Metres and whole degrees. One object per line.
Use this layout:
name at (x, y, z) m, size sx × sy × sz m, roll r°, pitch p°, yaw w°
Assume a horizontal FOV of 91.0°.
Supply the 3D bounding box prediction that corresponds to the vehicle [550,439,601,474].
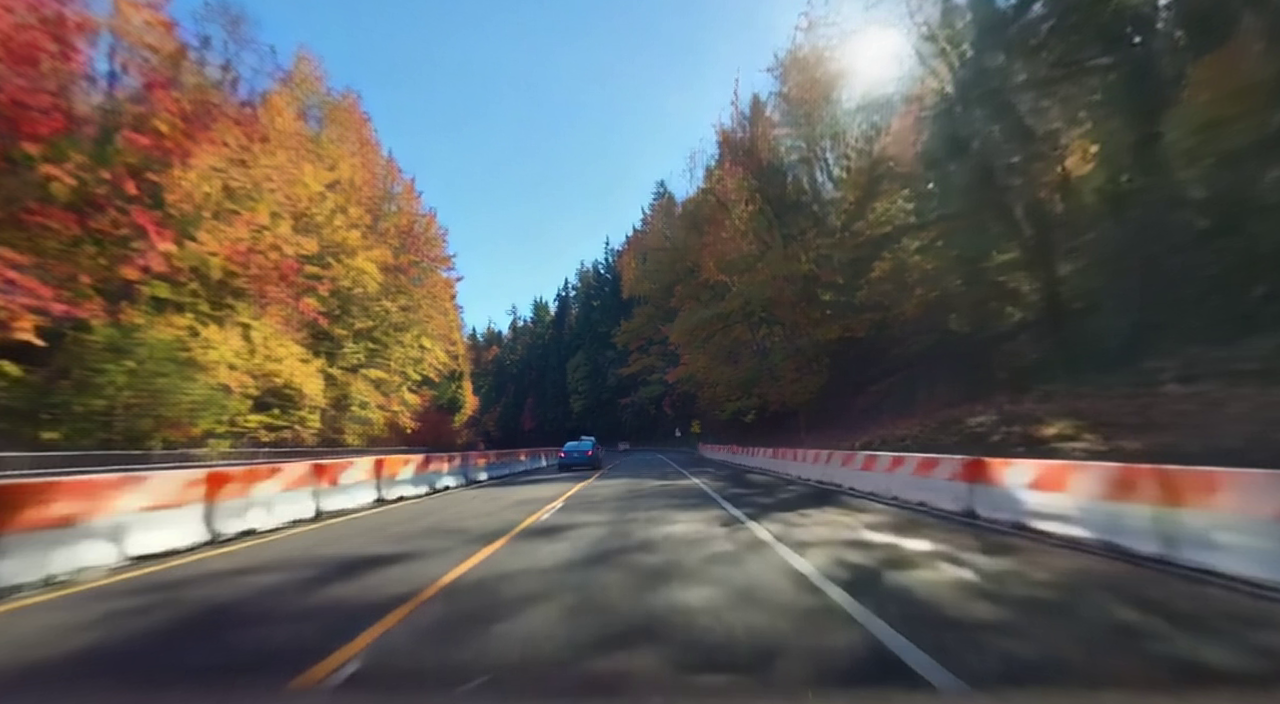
vehicle at (-2.947, 4.857, 29.421) m, size 1.902 × 1.505 × 4.016 m, roll 0°, pitch -8°, yaw 1°
